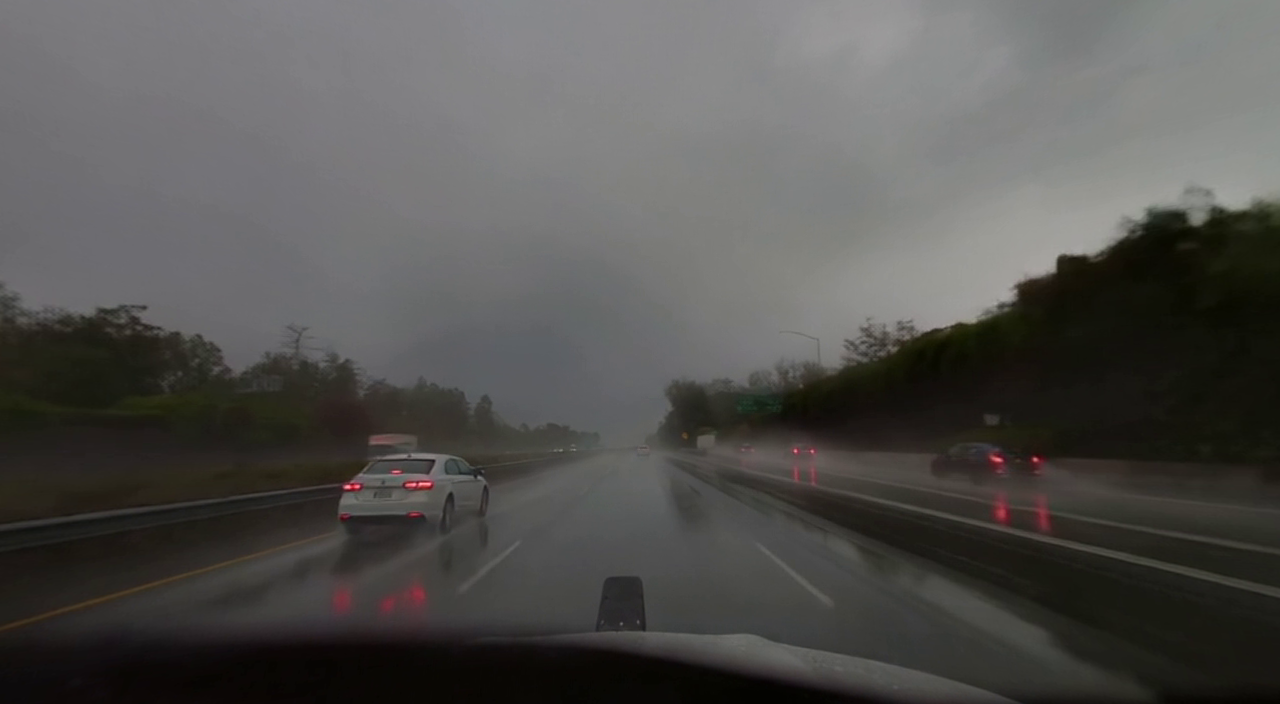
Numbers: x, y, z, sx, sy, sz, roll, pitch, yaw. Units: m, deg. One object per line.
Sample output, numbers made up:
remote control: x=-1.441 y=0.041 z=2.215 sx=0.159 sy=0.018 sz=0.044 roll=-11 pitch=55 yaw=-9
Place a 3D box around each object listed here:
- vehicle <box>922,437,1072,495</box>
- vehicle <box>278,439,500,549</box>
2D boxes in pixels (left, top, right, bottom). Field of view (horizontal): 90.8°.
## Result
vehicle: x=10.278 y=3.313 z=18.659 sx=1.884 sy=1.485 sz=4.600 roll=-1 pitch=-9 yaw=2
vehicle: x=-3.868 y=2.249 z=10.743 sx=1.873 sy=1.438 sz=4.546 roll=0 pitch=-9 yaw=1
